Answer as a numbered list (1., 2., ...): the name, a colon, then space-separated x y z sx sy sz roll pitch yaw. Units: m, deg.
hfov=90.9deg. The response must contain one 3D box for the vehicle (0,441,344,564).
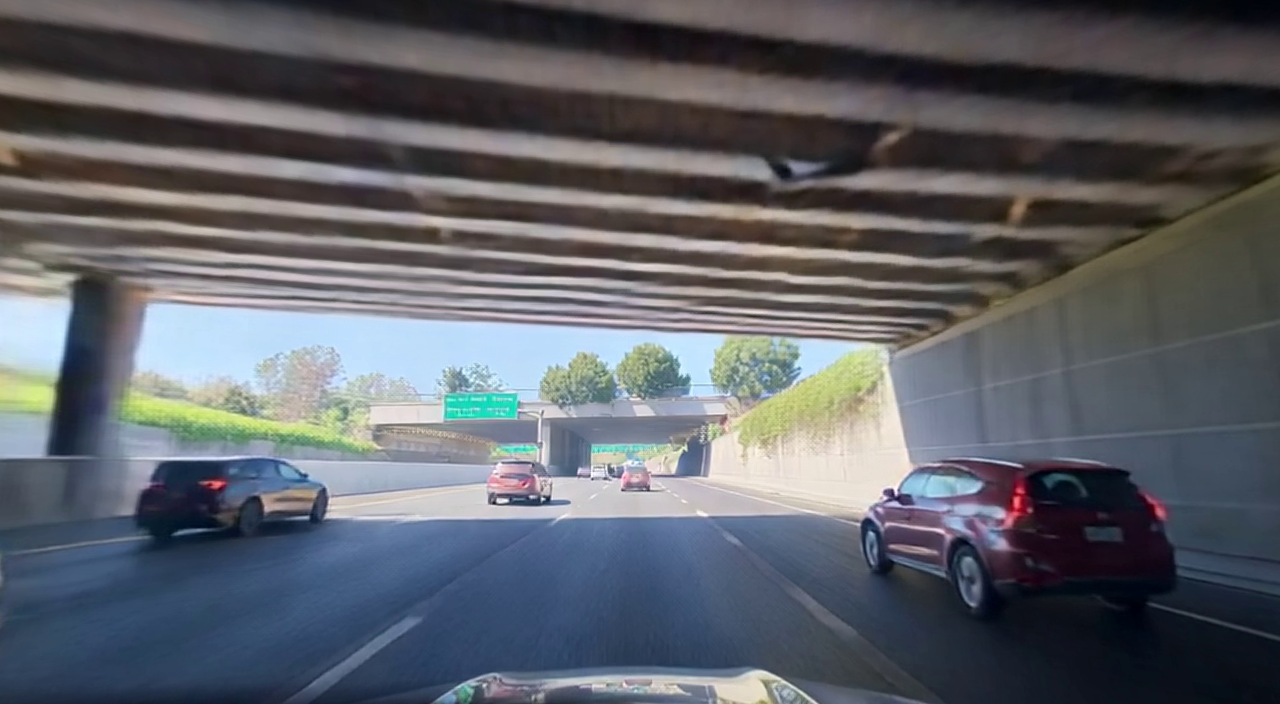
1. vehicle: -7.229 2.398 10.600 2.142 1.545 4.708 1 -11 0

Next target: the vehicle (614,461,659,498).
1. vehicle: -0.180 6.052 29.960 1.992 1.601 3.762 1 -11 0

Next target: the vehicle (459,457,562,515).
1. vehicle: -3.801 4.072 19.421 2.102 1.521 4.687 1 -11 1

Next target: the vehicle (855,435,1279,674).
1. vehicle: 3.888 1.739 6.296 1.992 1.557 4.017 1 -11 -1
